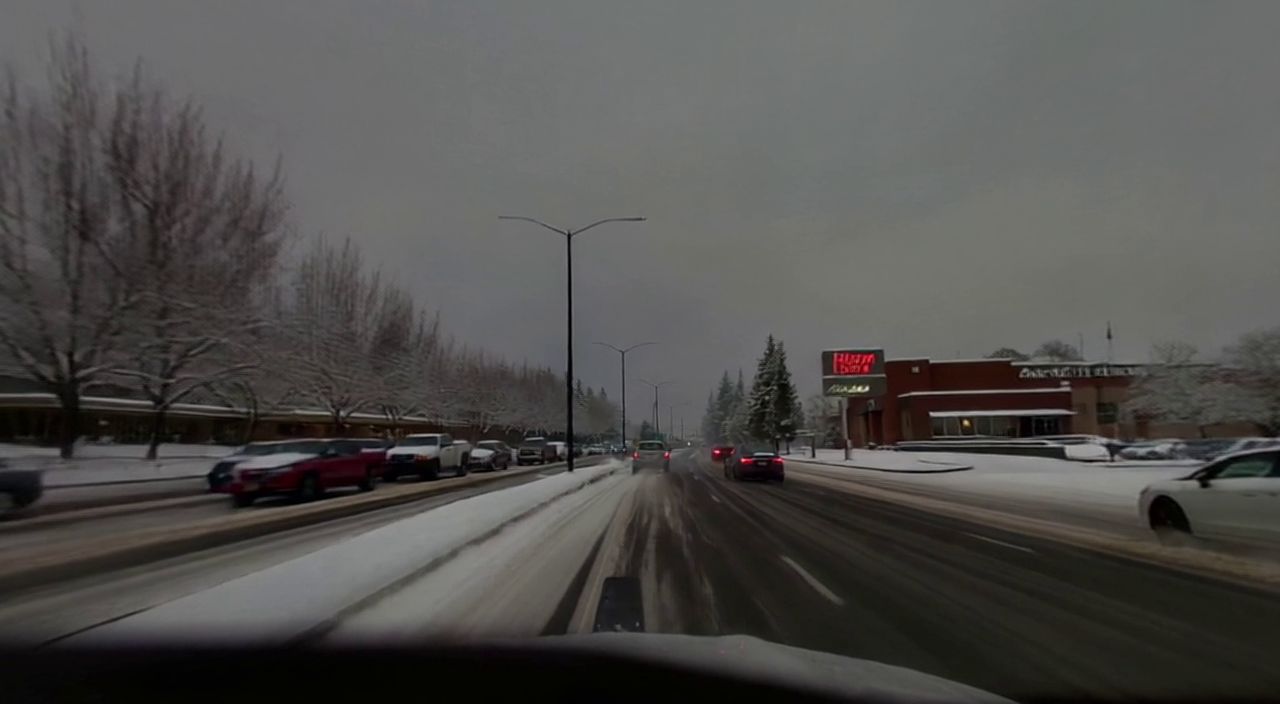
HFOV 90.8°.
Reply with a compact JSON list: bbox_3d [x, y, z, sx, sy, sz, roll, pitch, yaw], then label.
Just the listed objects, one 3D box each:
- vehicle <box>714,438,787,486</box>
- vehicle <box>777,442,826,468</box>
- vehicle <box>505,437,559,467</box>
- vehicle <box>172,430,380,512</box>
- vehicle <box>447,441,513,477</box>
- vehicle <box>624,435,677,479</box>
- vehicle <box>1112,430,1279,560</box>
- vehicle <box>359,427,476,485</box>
[{"bbox_3d":[3.725,3.764,21.893,1.852,1.498,3.825,0,-9,0],"label":"vehicle"},{"bbox_3d":[9.531,6.102,37.646,1.860,1.475,4.488,0,-9,2],"label":"vehicle"},{"bbox_3d":[-7.090,6.657,42.069,2.218,1.819,5.732,-1,-9,4],"label":"vehicle"},{"bbox_3d":[-8.692,2.875,15.785,2.183,1.706,4.862,0,-9,1],"label":"vehicle"},{"bbox_3d":[-7.993,5.379,32.121,1.920,1.590,5.041,-3,-8,2],"label":"vehicle"},{"bbox_3d":[0.502,4.468,27.096,2.101,1.694,3.979,0,-9,2],"label":"vehicle"},{"bbox_3d":[8.220,1.646,7.345,1.909,1.456,4.569,0,-9,0],"label":"vehicle"},{"bbox_3d":[-8.386,3.987,24.510,2.460,1.970,5.271,0,-9,2],"label":"vehicle"}]
